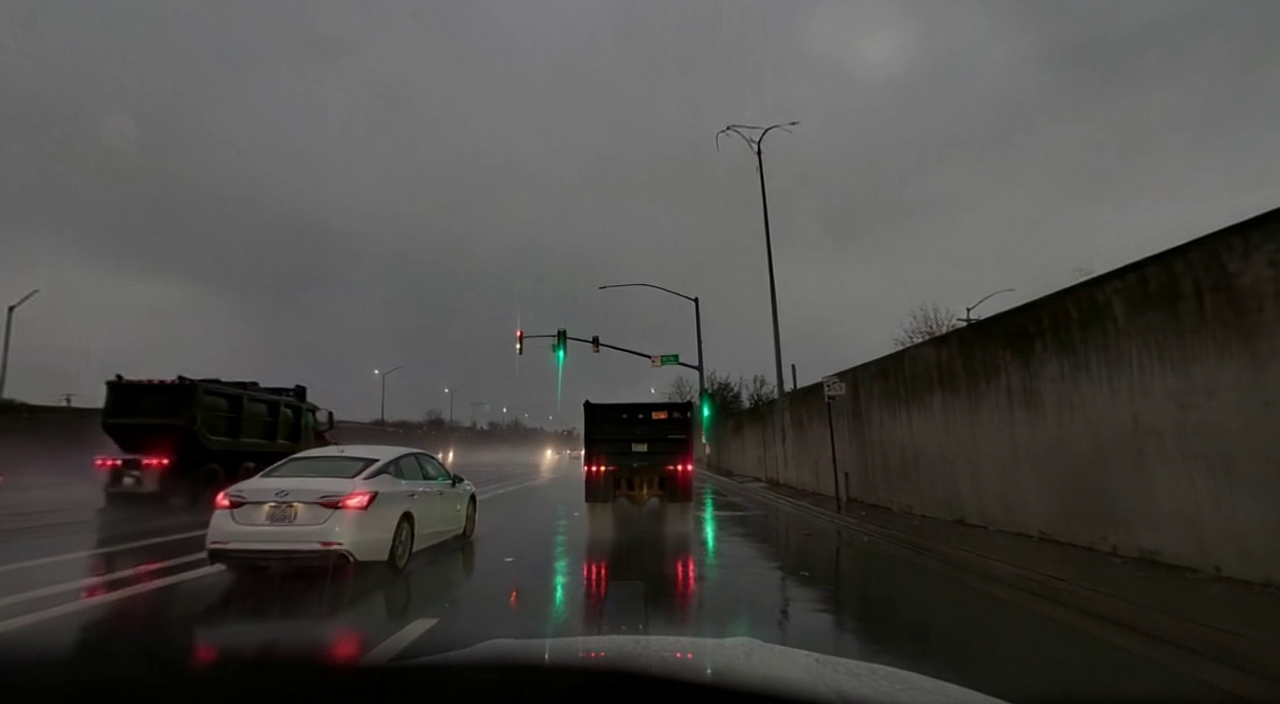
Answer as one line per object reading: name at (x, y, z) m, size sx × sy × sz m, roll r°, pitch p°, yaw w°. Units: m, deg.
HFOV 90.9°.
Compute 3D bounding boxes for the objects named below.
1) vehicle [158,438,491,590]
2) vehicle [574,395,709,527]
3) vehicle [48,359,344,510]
vehicle at (-3.722, 1.976, 8.793) m, size 2.019 × 1.480 × 4.966 m, roll 0°, pitch -8°, yaw 1°
vehicle at (0.052, 2.302, 13.841) m, size 2.355 × 2.305 × 5.336 m, roll 0°, pitch -8°, yaw 1°
vehicle at (-13.345, 2.730, 20.468) m, size 3.016 × 3.847 × 8.707 m, roll 0°, pitch -8°, yaw 1°
